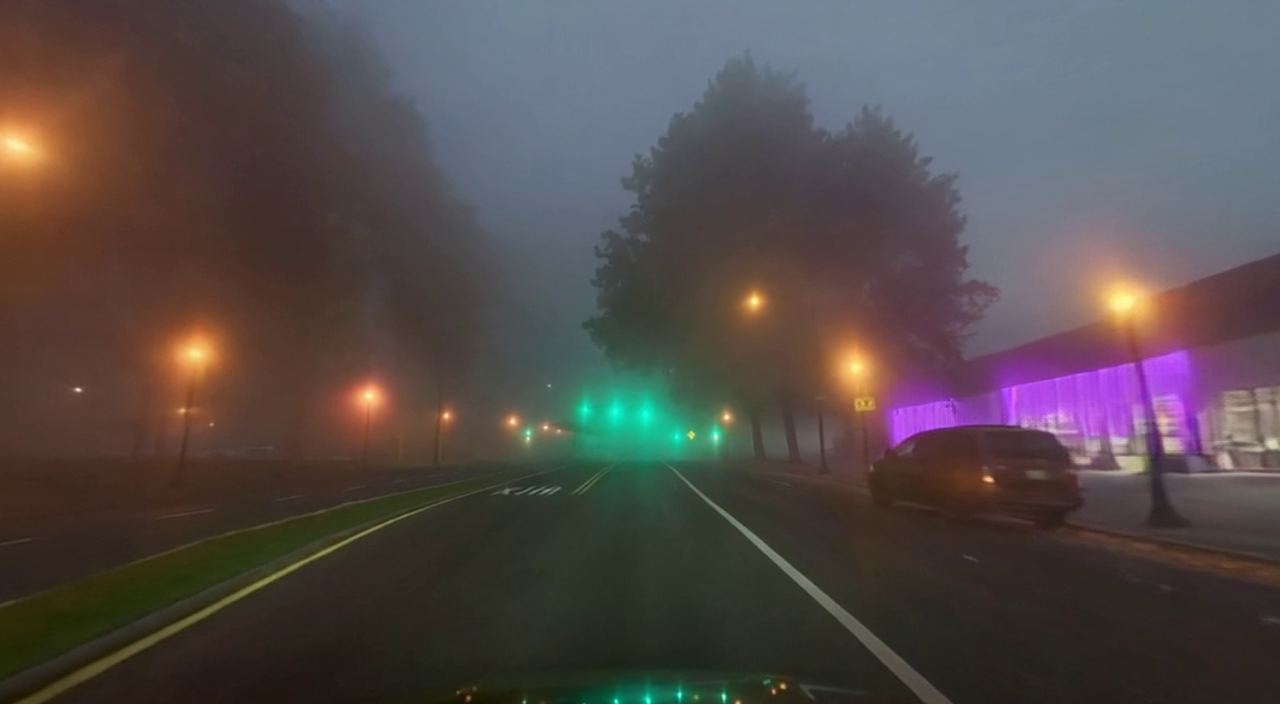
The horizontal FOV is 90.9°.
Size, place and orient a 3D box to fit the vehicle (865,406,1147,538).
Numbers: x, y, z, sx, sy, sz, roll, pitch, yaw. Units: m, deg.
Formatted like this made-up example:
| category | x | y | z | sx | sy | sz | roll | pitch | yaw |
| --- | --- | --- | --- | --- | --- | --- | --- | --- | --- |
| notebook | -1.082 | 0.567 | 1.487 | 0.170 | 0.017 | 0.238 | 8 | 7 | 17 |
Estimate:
| category | x | y | z | sx | sy | sz | roll | pitch | yaw |
| --- | --- | --- | --- | --- | --- | --- | --- | --- | --- |
| vehicle | 6.221 | 2.108 | 11.680 | 2.112 | 1.894 | 4.910 | 0 | -8 | -2 |
